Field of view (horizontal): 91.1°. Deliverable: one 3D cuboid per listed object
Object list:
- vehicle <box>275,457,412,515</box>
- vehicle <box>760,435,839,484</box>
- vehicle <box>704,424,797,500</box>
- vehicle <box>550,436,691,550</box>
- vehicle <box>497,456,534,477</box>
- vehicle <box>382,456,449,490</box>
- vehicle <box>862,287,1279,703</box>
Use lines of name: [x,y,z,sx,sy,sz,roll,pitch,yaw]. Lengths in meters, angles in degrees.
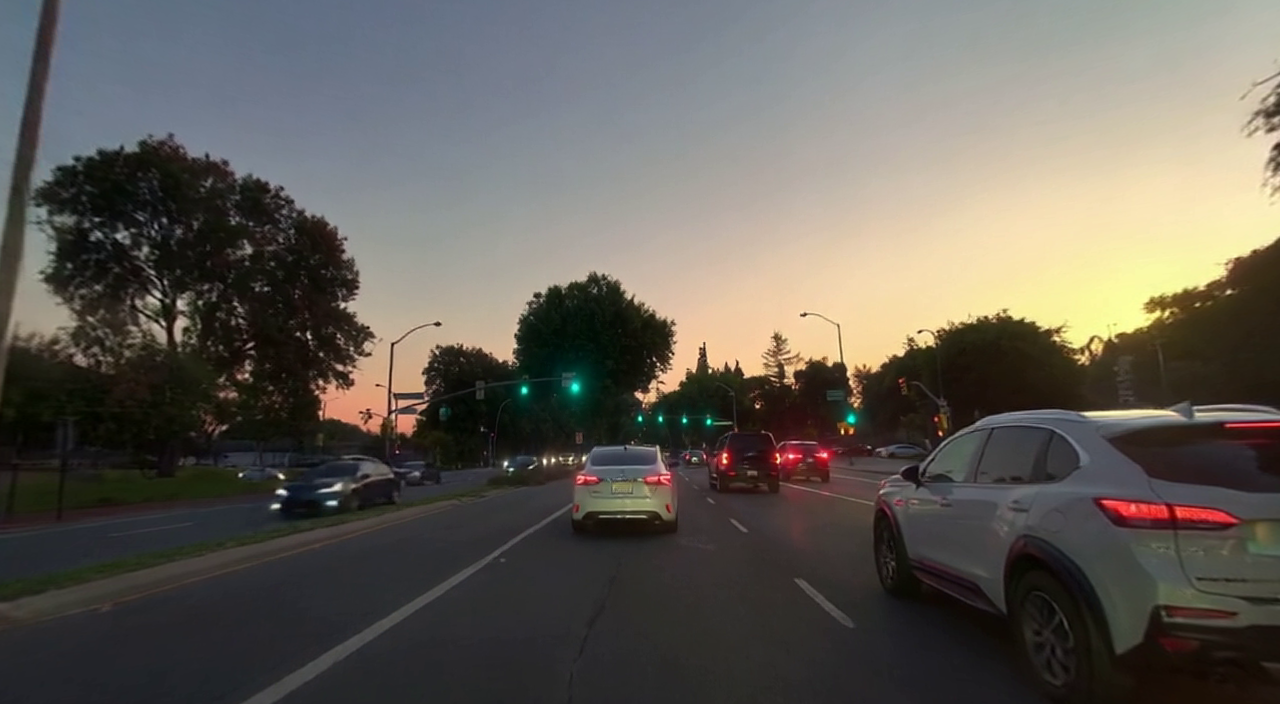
vehicle: [-8.933,4.028,19.399,2.050,1.498,4.238,0,-9,2]
vehicle: [7.798,5.310,31.346,2.627,2.252,5.236,0,-9,1]
vehicle: [3.923,4.055,23.583,2.516,2.481,5.766,0,-9,1]
vehicle: [-0.250,2.414,11.471,2.111,1.676,4.018,0,-9,1]
vehicle: [-9.416,8.694,47.815,1.933,1.469,4.516,0,-9,-1]
vehicle: [-12.203,6.567,34.432,1.944,1.638,4.496,0,-9,1]
vehicle: [3.355,1.043,4.475,1.982,1.960,4.427,0,-9,1]
